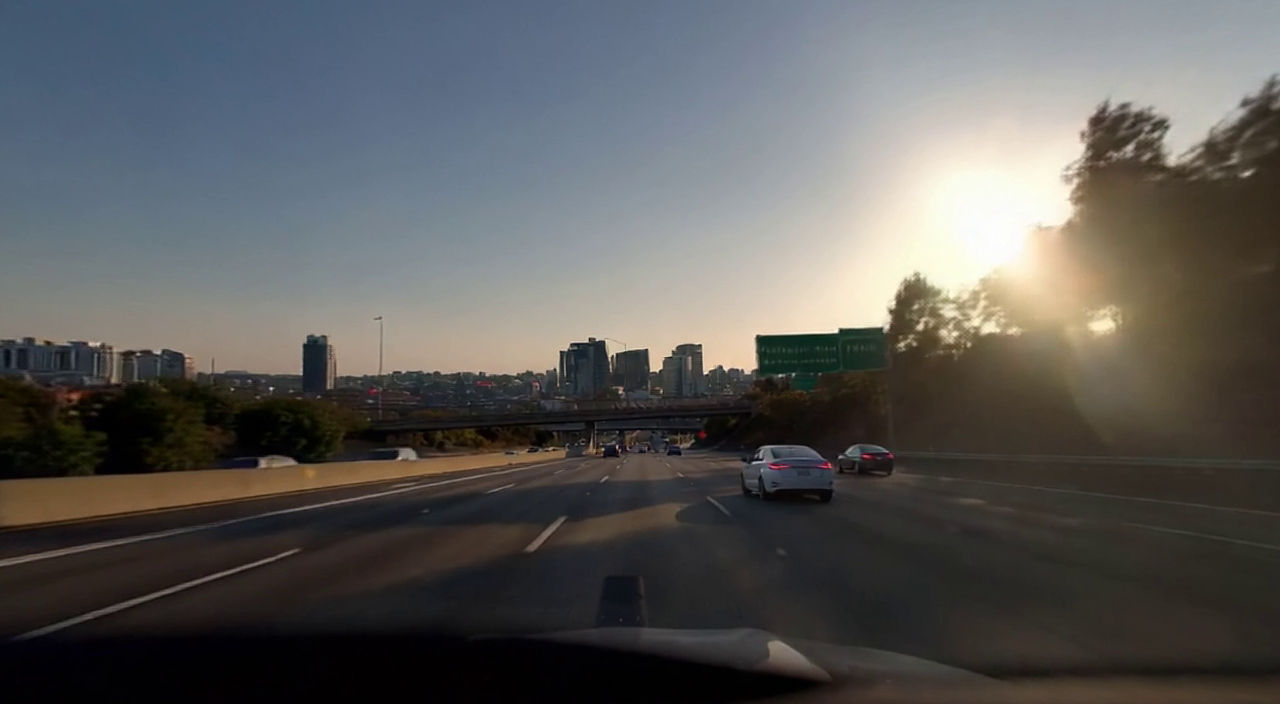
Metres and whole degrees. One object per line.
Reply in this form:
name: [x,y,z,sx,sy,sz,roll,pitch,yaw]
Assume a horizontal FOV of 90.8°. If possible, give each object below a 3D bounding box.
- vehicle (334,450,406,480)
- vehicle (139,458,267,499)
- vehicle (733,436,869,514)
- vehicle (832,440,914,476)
vehicle: [-14.486,6.081,34.180,1.919,1.470,4.452,0,-8,0]
vehicle: [-18.749,5.424,27.435,1.972,1.516,4.973,0,-9,0]
vehicle: [3.462,2.723,14.452,1.961,1.504,4.094,0,-9,-1]
vehicle: [10.564,4.836,29.048,2.019,1.529,4.385,0,-9,-1]
